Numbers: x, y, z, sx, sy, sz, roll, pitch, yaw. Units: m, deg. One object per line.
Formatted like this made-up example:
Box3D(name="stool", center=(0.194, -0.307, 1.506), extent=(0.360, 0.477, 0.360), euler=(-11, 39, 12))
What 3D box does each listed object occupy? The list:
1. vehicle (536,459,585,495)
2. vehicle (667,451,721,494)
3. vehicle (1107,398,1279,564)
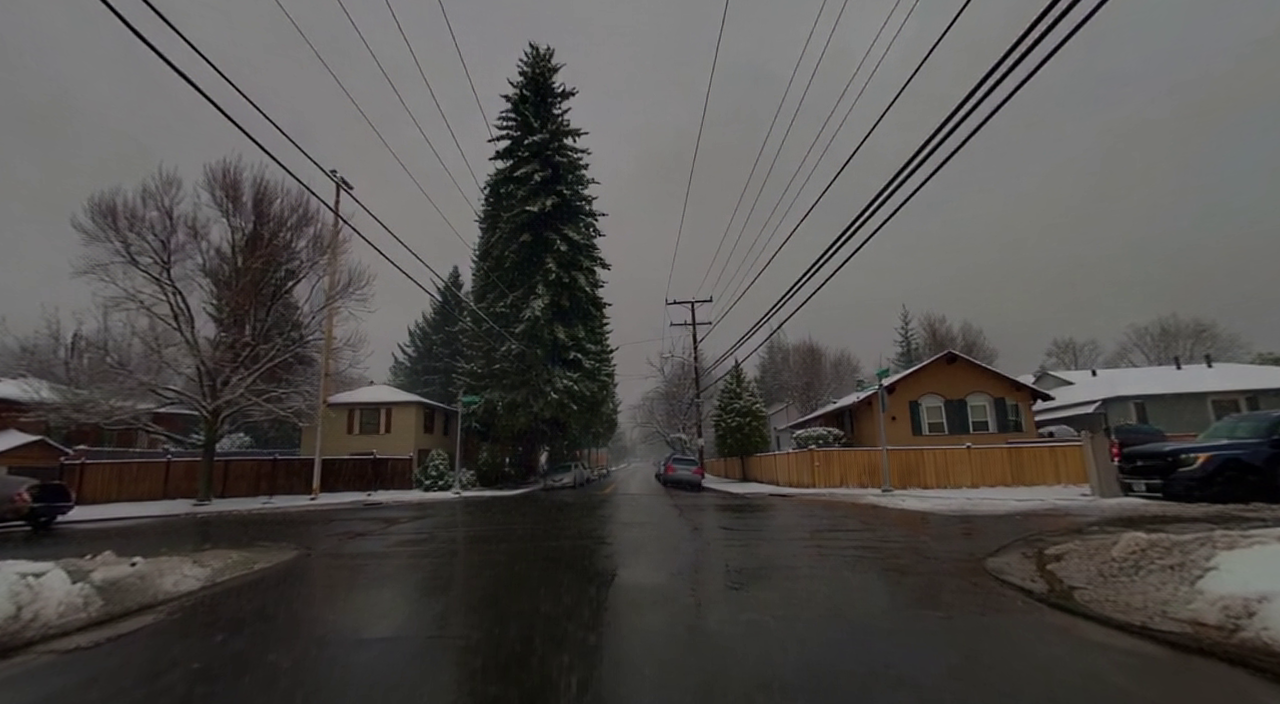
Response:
Box3D(name="vehicle", center=(-4.291, 6.822, 34.682), extent=(2.189, 1.771, 4.571), euler=(0, -10, -1))
Box3D(name="vehicle", center=(2.584, 5.872, 31.124), extent=(2.051, 1.874, 4.459), euler=(0, -8, -3))
Box3D(name="vehicle", center=(9.698, 1.674, 8.619), extent=(4.677, 1.949, 2.334), euler=(-1, -8, 3))
